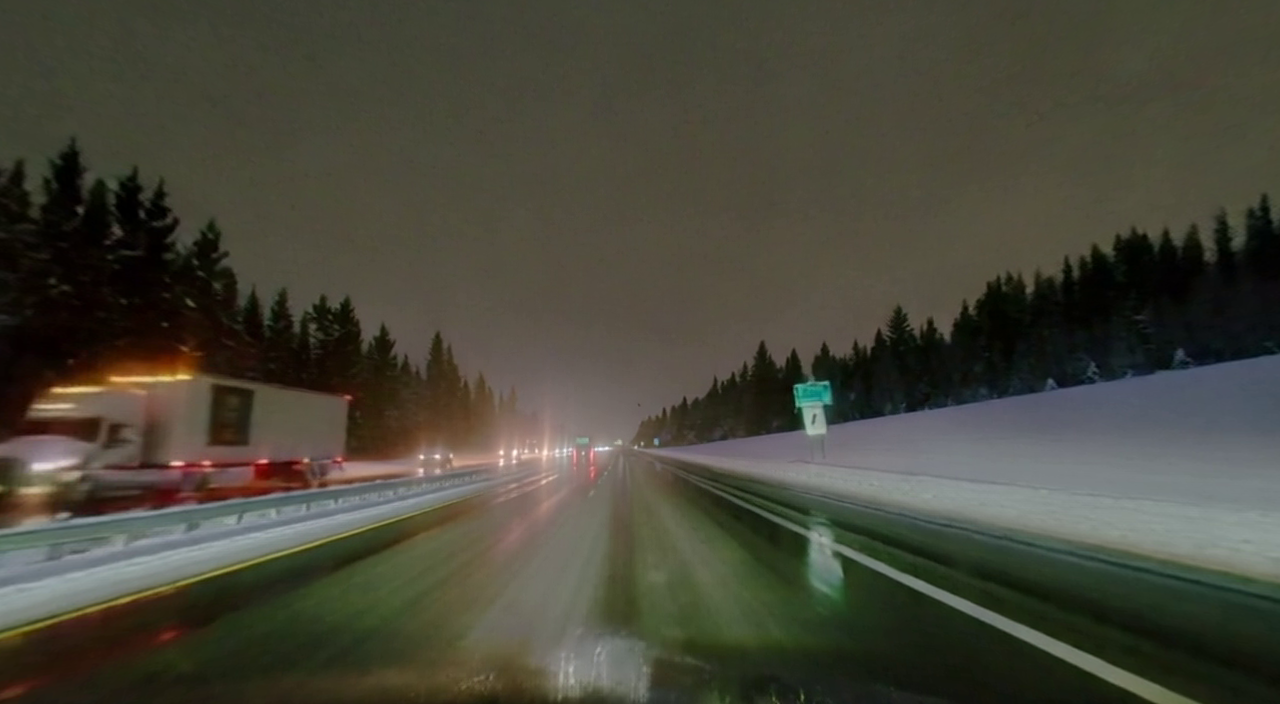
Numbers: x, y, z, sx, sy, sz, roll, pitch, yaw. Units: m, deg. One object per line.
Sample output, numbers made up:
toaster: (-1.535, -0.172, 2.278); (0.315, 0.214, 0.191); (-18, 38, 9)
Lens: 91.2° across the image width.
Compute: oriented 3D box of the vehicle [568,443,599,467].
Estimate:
vehicle: (-4.194, 7.710, 47.166); (2.098, 1.692, 4.038); (0, -9, -1)

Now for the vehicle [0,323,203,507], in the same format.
vehicle: (-16.359, 1.962, 18.141); (2.959, 4.473, 5.911); (0, -9, -1)
